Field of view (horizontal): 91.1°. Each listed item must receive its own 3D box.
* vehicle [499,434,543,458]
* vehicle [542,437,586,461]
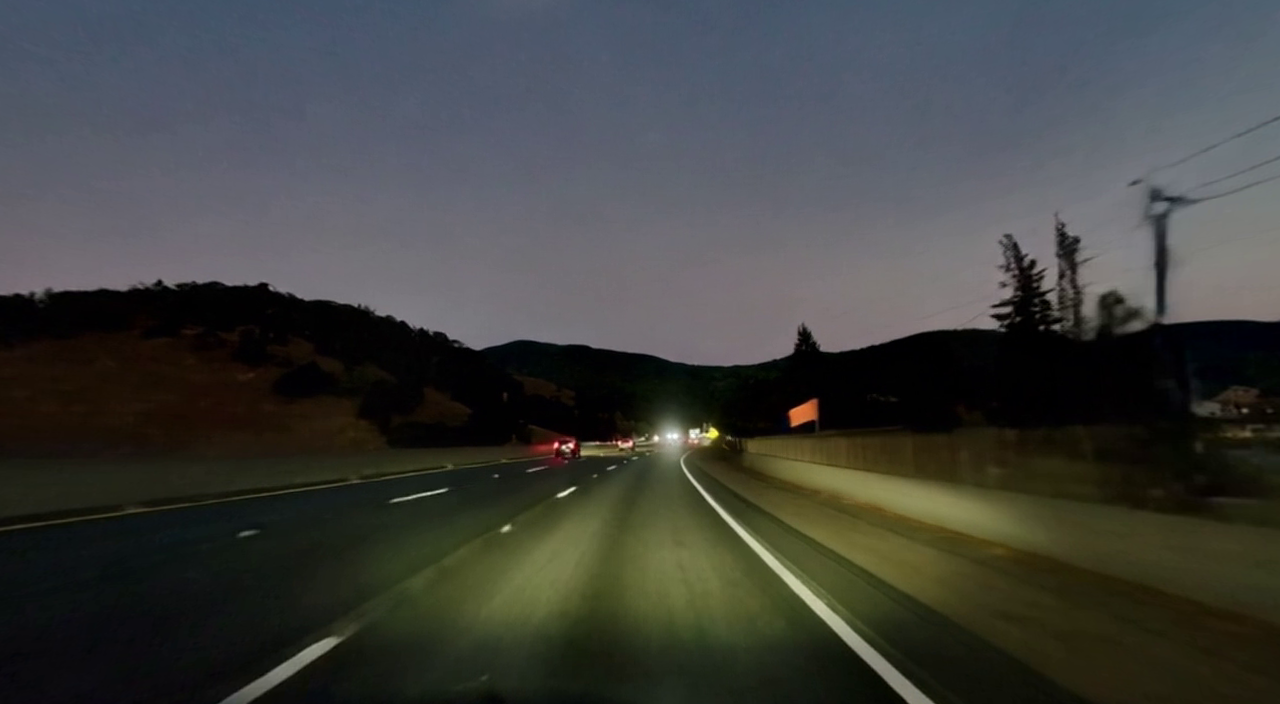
[{"bbox_3d":[-8.826,7.021,46.912,2.063,1.743,4.392,-1,-8,6],"label":"vehicle"},{"bbox_3d":[-5.129,6.623,42.917,2.010,1.489,4.456,-1,-8,5],"label":"vehicle"}]
